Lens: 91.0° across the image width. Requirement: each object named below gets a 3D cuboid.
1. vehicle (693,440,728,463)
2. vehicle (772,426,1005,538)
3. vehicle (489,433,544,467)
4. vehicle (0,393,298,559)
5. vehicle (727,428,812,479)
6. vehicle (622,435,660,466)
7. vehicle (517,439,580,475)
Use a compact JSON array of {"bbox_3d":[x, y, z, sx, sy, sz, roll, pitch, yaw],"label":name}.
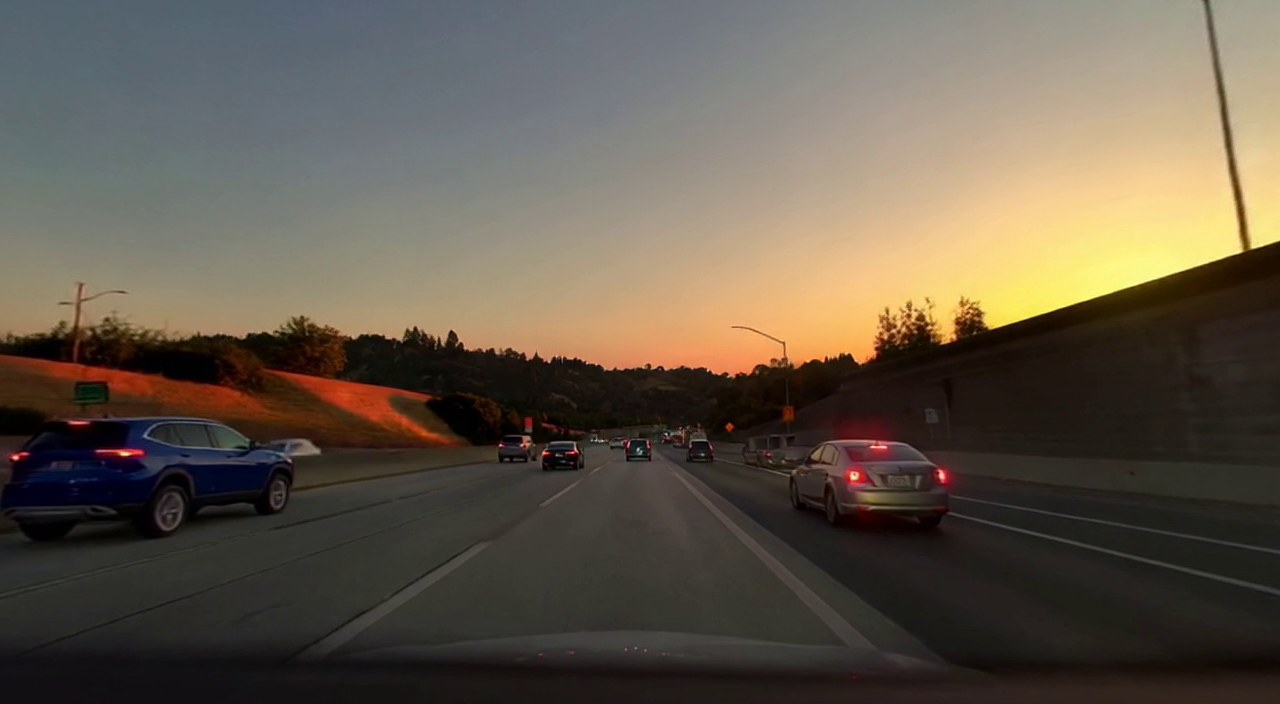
[{"bbox_3d":[4.847,6.917,43.818,1.944,1.465,4.245,0,-9,0],"label":"vehicle"},{"bbox_3d":[3.841,2.109,10.841,2.141,1.507,4.510,0,-9,0],"label":"vehicle"},{"bbox_3d":[-6.887,5.522,35.563,2.111,1.811,4.391,0,-9,1],"label":"vehicle"},{"bbox_3d":[-7.484,1.740,9.414,2.142,1.849,4.566,0,-9,0],"label":"vehicle"},{"bbox_3d":[4.876,3.908,24.372,2.335,1.759,4.297,0,-9,0],"label":"vehicle"},{"bbox_3d":[0.037,5.872,37.638,2.158,1.706,4.219,0,-9,-1],"label":"vehicle"},{"bbox_3d":[-3.944,4.613,27.876,2.071,1.478,4.130,0,-9,1],"label":"vehicle"}]
